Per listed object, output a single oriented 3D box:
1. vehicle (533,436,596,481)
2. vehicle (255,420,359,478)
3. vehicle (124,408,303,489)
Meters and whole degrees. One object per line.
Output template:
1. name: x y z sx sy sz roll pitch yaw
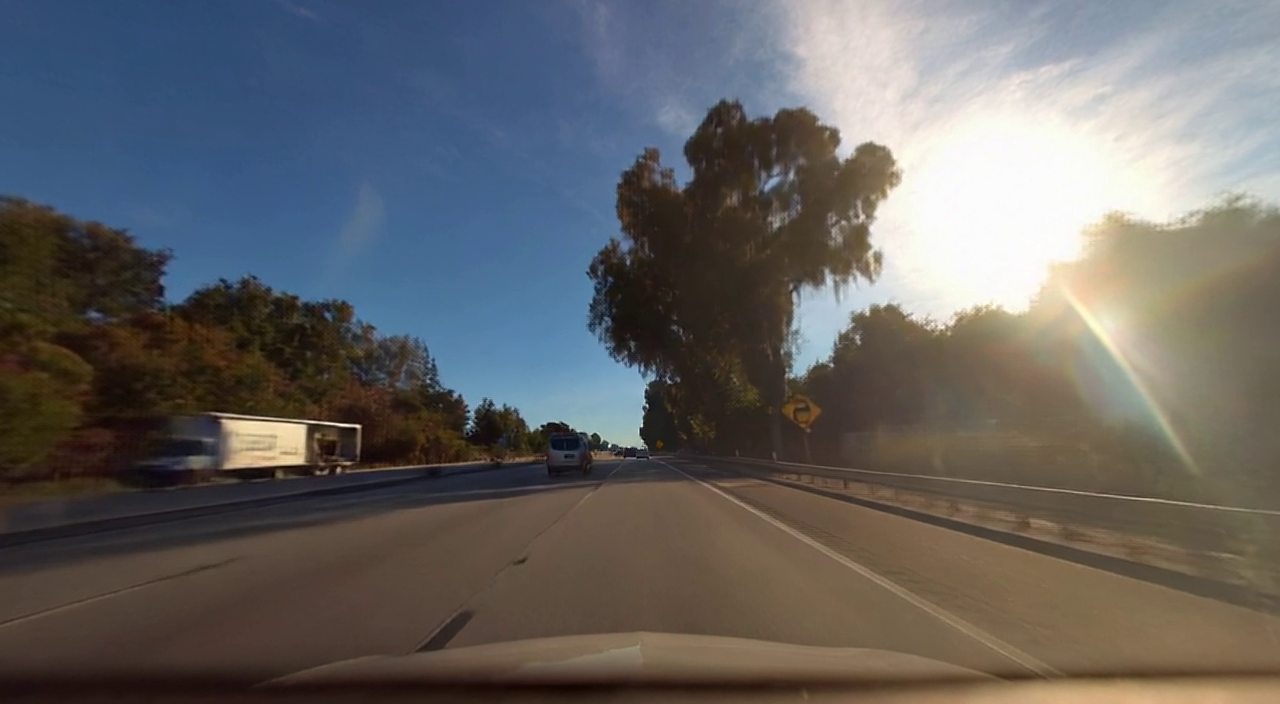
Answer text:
1. vehicle: -3.512 5.110 30.536 2.349 1.973 5.419 0 -9 0
2. vehicle: -24.162 7.123 46.456 2.928 3.860 8.514 0 -9 0
3. vehicle: -24.105 5.607 36.798 3.017 3.992 10.608 0 -9 0
